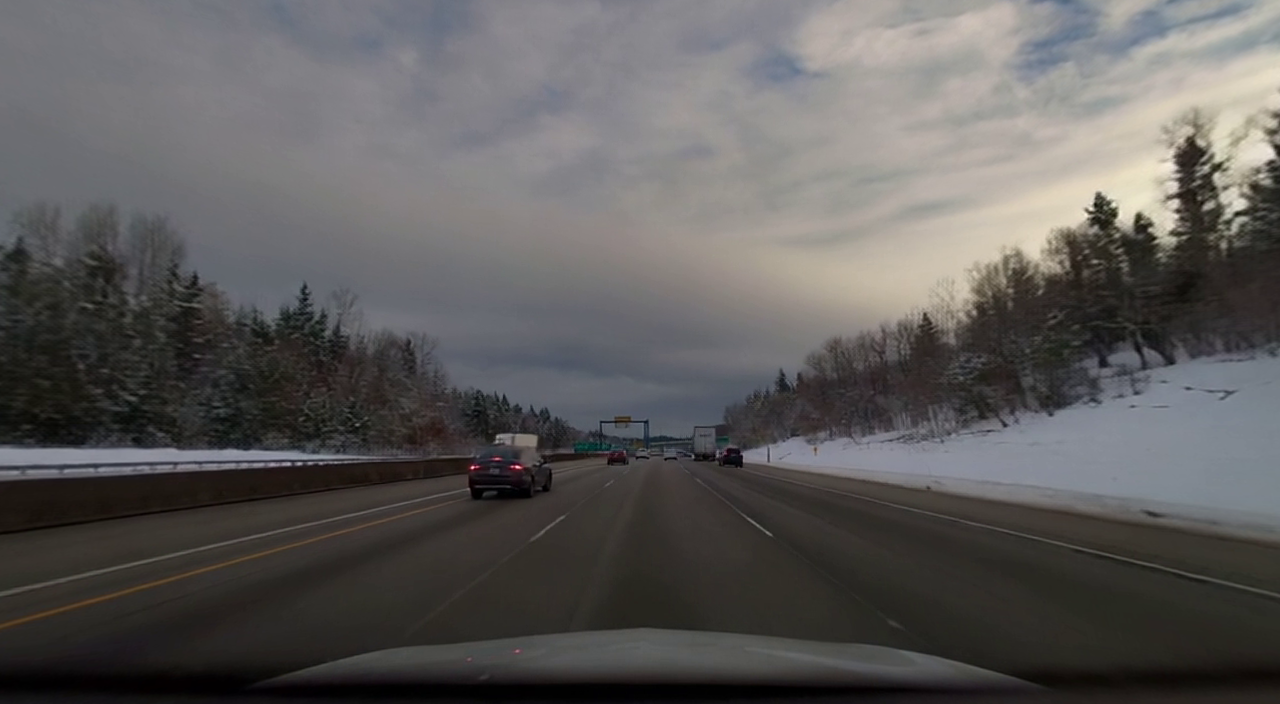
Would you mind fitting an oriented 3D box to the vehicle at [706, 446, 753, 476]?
[{"bbox_3d":[5.060,6.220,36.136,2.176,1.598,3.878,0,-9,1],"label":"vehicle"}]

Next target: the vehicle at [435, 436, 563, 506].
[{"bbox_3d":[-3.422,3.011,16.386,2.085,1.530,4.809,0,-9,2],"label":"vehicle"}]
